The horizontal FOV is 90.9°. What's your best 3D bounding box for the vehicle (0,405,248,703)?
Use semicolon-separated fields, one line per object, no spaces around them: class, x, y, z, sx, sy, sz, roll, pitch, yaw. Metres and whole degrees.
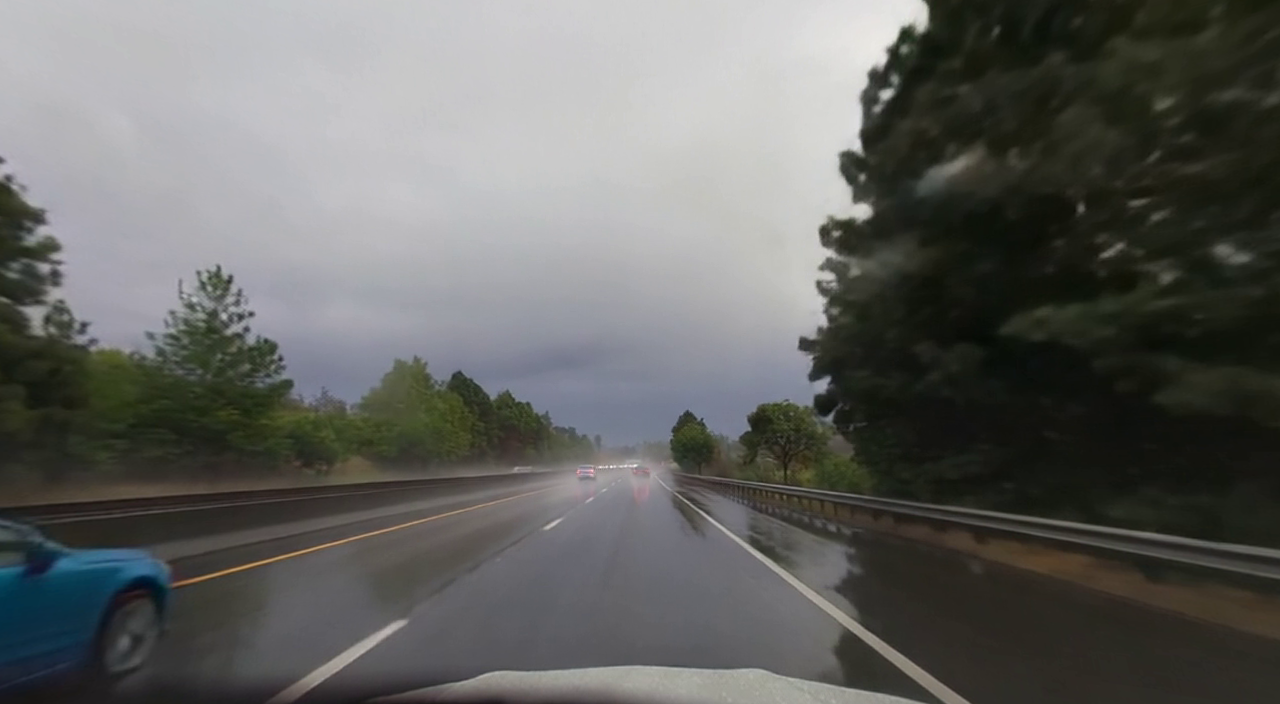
vehicle;-3.695;0.874;2.041;2.047;1.523;4.279;1;-11;0

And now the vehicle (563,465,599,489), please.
vehicle;-3.972;8.524;43.179;2.109;1.532;4.234;1;-11;-1
